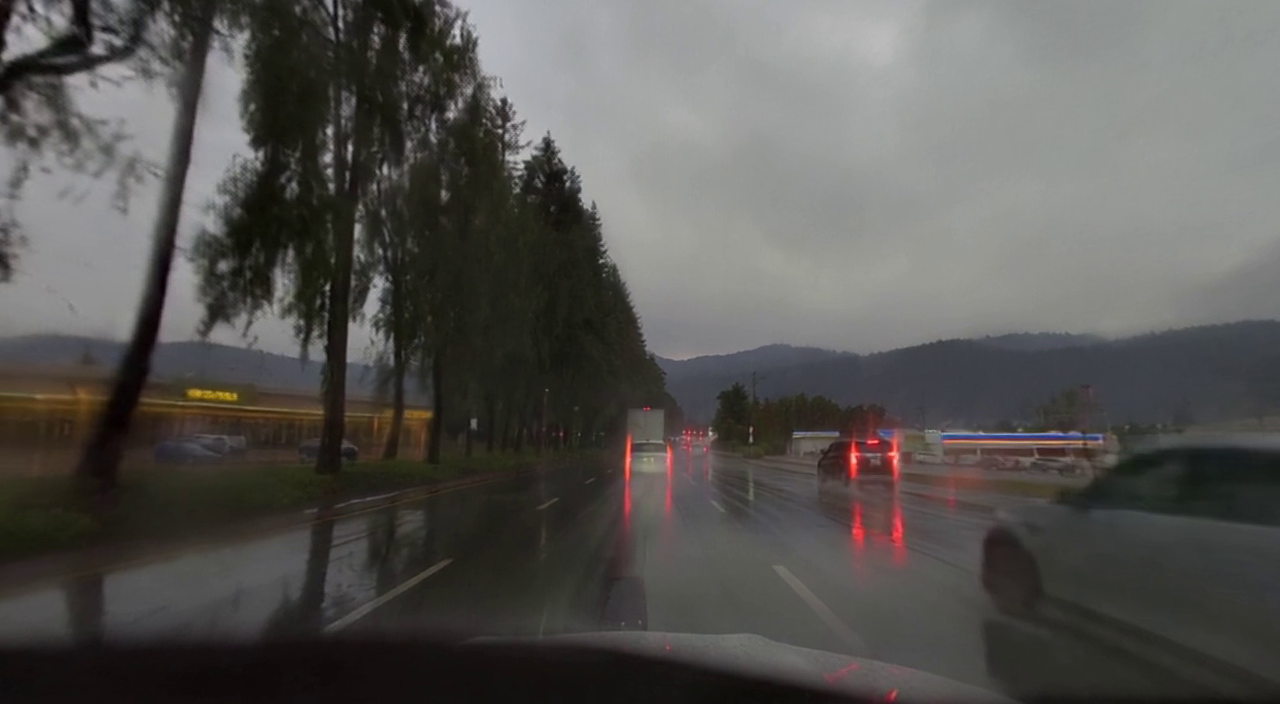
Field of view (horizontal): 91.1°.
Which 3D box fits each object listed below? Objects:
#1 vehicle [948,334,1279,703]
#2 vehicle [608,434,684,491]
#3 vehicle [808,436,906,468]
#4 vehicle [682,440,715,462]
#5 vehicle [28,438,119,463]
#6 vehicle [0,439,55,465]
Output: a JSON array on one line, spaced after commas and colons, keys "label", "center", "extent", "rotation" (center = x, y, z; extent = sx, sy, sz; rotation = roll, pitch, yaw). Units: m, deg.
[{"label": "vehicle", "center": [3.266, 0.796, 2.252], "extent": [2.010, 1.692, 4.516], "rotation": [0, -8, 0]}, {"label": "vehicle", "center": [0.179, 3.511, 20.313], "extent": [2.193, 1.651, 3.946], "rotation": [0, -8, 0]}, {"label": "vehicle", "center": [12.378, 5.730, 36.067], "extent": [4.887, 1.734, 2.014], "rotation": [0, -8, 2]}, {"label": "vehicle", "center": [4.496, 7.693, 48.866], "extent": [2.088, 1.655, 4.360], "rotation": [0, -8, 0]}, {"label": "vehicle", "center": [-35.649, 6.198, 39.616], "extent": [3.714, 1.510, 1.917], "rotation": [4, -9, -24]}, {"label": "vehicle", "center": [-36.506, 5.730, 36.136], "extent": [3.640, 1.447, 1.788], "rotation": [4, -9, -27]}]
